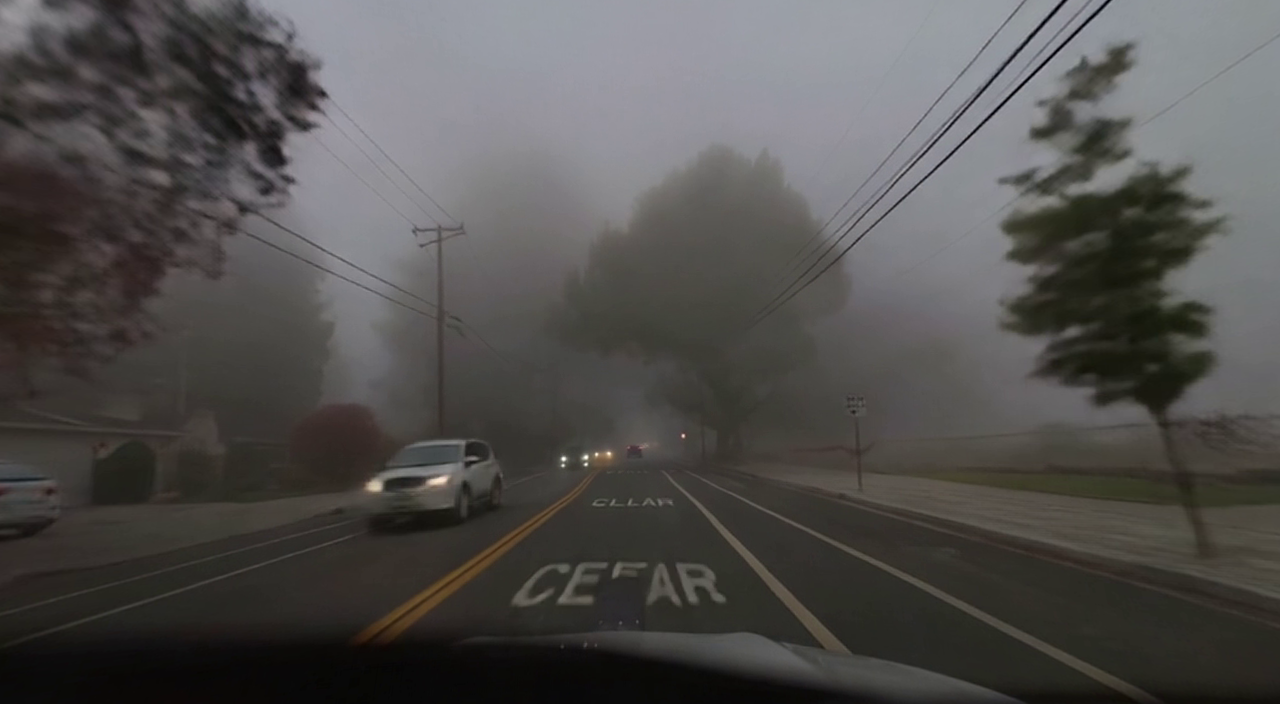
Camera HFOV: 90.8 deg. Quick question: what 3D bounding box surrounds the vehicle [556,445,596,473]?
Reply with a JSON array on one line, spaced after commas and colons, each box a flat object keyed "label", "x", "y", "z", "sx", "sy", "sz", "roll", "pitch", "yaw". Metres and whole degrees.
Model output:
[{"label": "vehicle", "x": -3.873, "y": 6.522, "z": 38.910, "sx": 1.974, "sy": 1.604, "sz": 4.156, "roll": 0, "pitch": -9, "yaw": 0}]

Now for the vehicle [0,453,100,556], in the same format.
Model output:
[{"label": "vehicle", "x": -13.657, "y": 2.845, "z": 12.020, "sx": 4.607, "sy": 1.772, "sz": 2.261, "roll": 0, "pitch": -9, "yaw": -1}]

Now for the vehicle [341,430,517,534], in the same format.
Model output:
[{"label": "vehicle", "x": -4.043, "y": 2.556, "z": 13.065, "sx": 2.055, "sy": 1.757, "sz": 4.494, "roll": 0, "pitch": -8, "yaw": 0}]
